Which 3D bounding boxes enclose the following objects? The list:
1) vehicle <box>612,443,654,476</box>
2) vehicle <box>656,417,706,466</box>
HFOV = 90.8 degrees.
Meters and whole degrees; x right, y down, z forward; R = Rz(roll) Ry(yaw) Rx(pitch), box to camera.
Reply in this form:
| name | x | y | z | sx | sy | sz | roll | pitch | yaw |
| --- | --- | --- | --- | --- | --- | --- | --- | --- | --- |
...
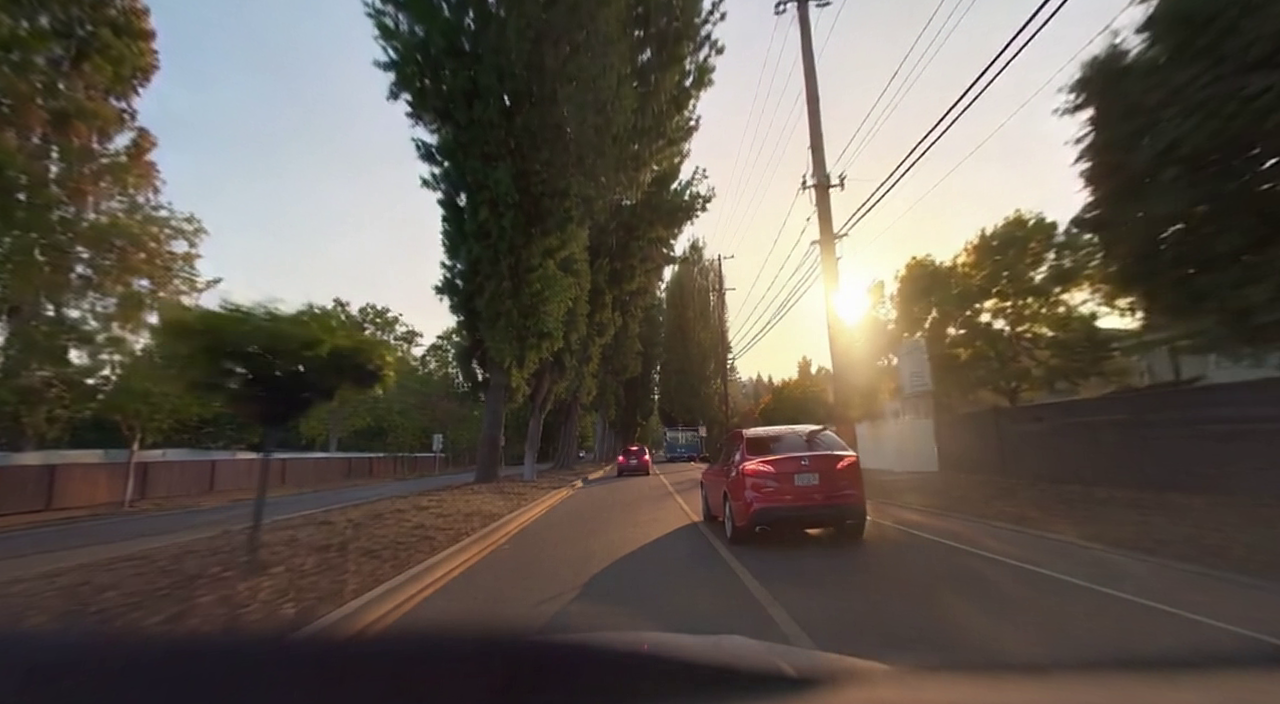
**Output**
| name | x | y | z | sx | sy | sz | roll | pitch | yaw |
| --- | --- | --- | --- | --- | --- | --- | --- | --- | --- |
| vehicle | -0.347 | 5.421 | 32.177 | 2.018 | 1.511 | 3.993 | 0 | -8 | 0 |
| vehicle | 2.936 | 6.906 | 48.755 | 2.789 | 3.285 | 12.428 | 0 | -8 | -1 |
